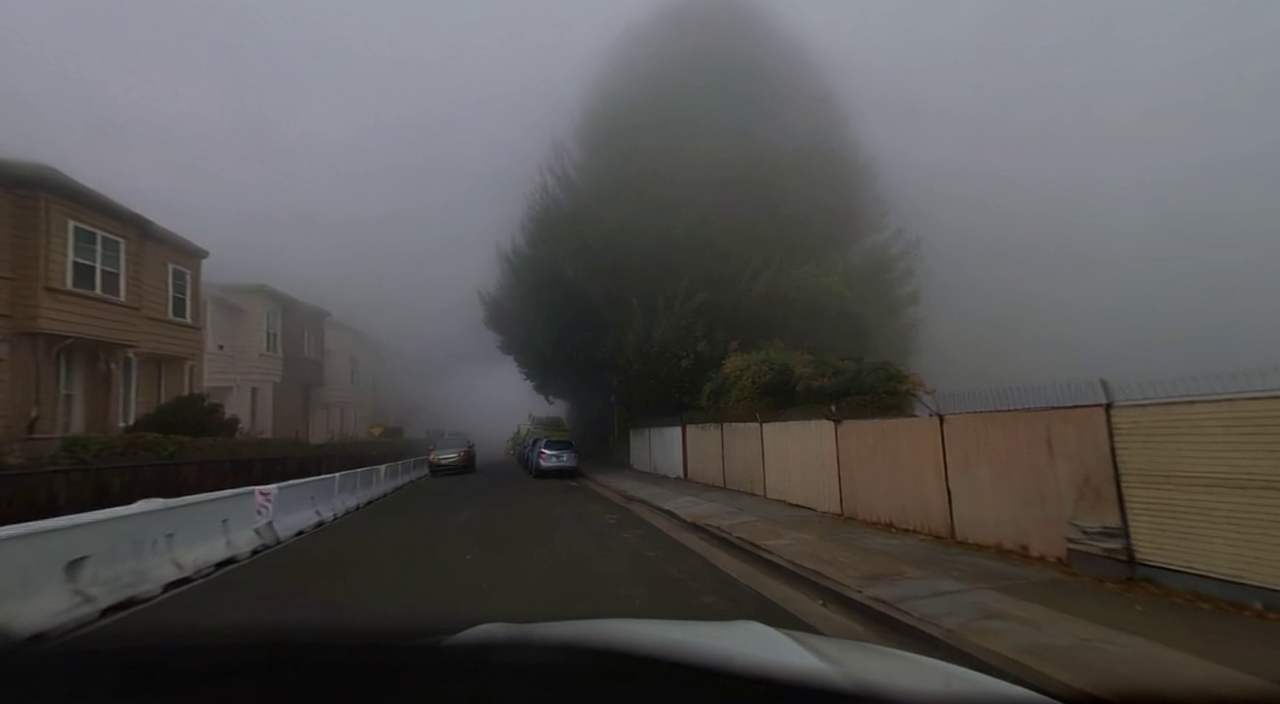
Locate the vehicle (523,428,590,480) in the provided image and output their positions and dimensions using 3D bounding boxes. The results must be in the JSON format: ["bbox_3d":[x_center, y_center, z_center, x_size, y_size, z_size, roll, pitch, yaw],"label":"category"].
[{"bbox_3d":[-3.216,3.748,23.660,2.066,1.739,4.234,1,-8,-13],"label":"vehicle"}]

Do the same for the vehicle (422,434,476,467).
[{"bbox_3d":[-9.536,4.918,31.726,1.834,1.543,3.497,0,-7,-4],"label":"vehicle"}]
